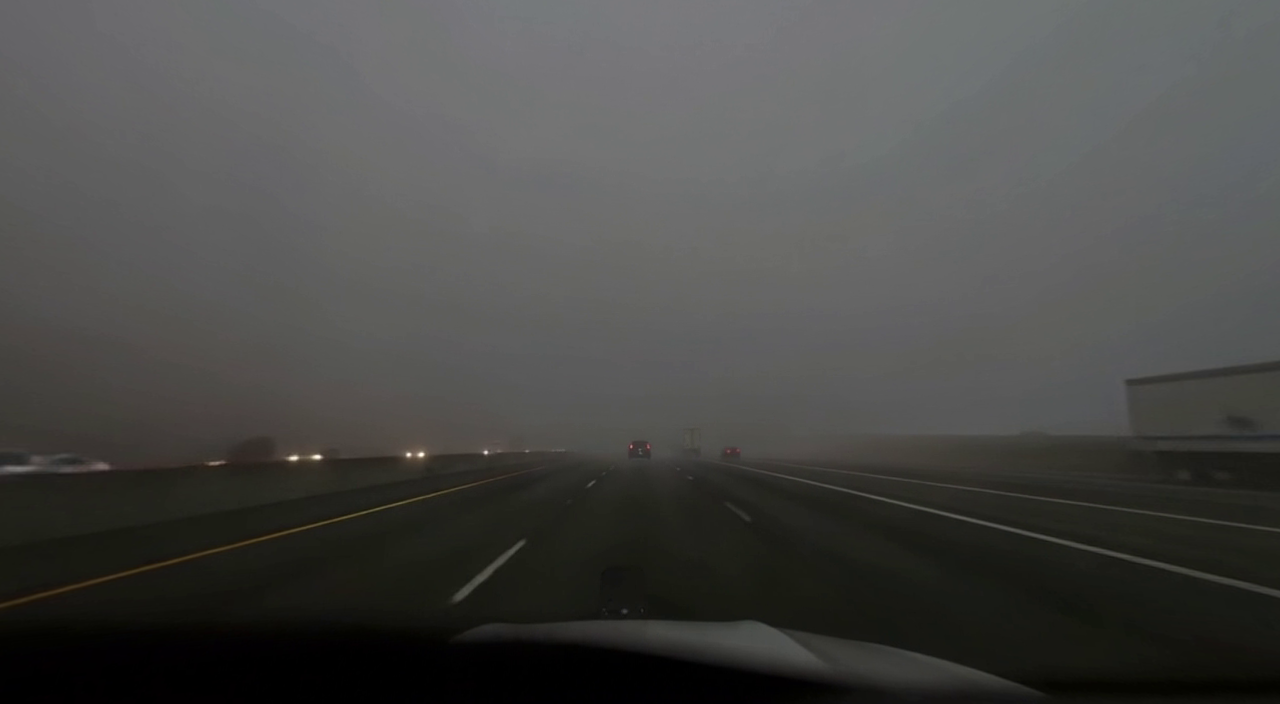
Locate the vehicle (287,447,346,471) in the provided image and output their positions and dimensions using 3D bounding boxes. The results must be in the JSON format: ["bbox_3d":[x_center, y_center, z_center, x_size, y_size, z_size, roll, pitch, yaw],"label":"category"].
[{"bbox_3d":[-24.825,8.189,48.597,2.027,1.748,4.760,0,-8,0],"label":"vehicle"}]

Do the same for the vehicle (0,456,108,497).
[{"bbox_3d":[-24.751,5.068,25.989,1.756,1.434,4.451,0,-8,0],"label":"vehicle"}]

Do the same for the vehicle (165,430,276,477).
[{"bbox_3d":[-31.953,7.761,48.619,2.835,3.223,8.210,0,-8,0],"label":"vehicle"}]
